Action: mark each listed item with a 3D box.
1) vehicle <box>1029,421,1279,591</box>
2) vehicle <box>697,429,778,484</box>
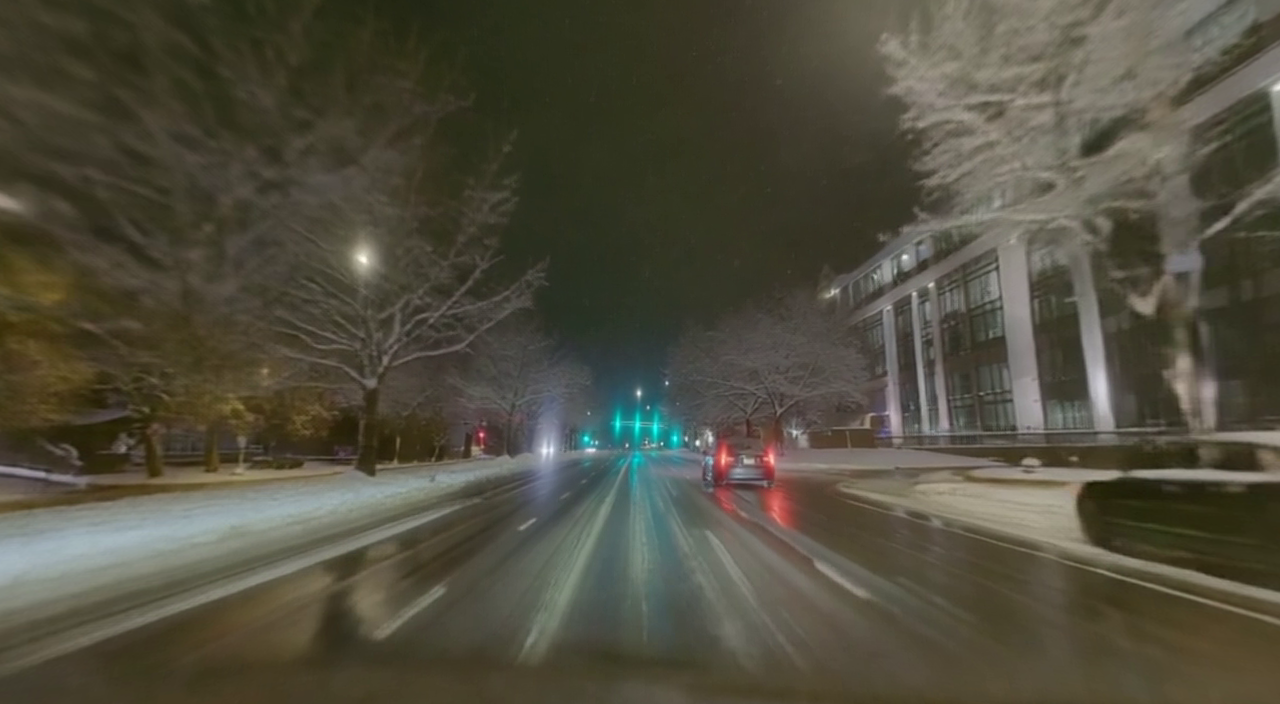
[{"bbox_3d":[6.747,1.517,6.698,1.918,1.544,4.871,-1,-8,-3],"label":"vehicle"},{"bbox_3d":[3.370,3.717,22.746,2.083,1.743,4.354,0,-8,-1],"label":"vehicle"}]
